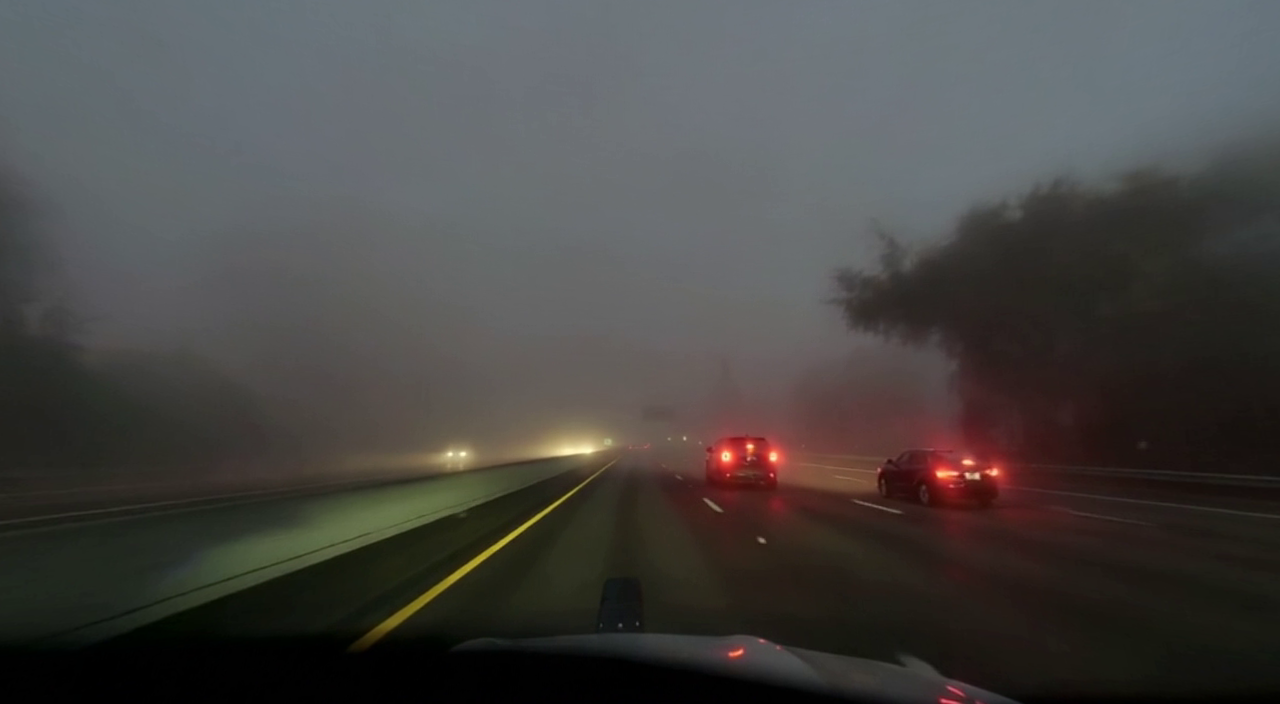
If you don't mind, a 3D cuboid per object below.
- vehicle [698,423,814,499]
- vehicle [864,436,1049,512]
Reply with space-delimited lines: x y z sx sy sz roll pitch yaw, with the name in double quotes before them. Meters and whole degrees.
"vehicle" 3.027 3.000 17.786 2.258 1.824 4.908 0 -9 -1
"vehicle" 6.866 2.674 14.303 2.009 1.456 4.097 0 -9 -1
